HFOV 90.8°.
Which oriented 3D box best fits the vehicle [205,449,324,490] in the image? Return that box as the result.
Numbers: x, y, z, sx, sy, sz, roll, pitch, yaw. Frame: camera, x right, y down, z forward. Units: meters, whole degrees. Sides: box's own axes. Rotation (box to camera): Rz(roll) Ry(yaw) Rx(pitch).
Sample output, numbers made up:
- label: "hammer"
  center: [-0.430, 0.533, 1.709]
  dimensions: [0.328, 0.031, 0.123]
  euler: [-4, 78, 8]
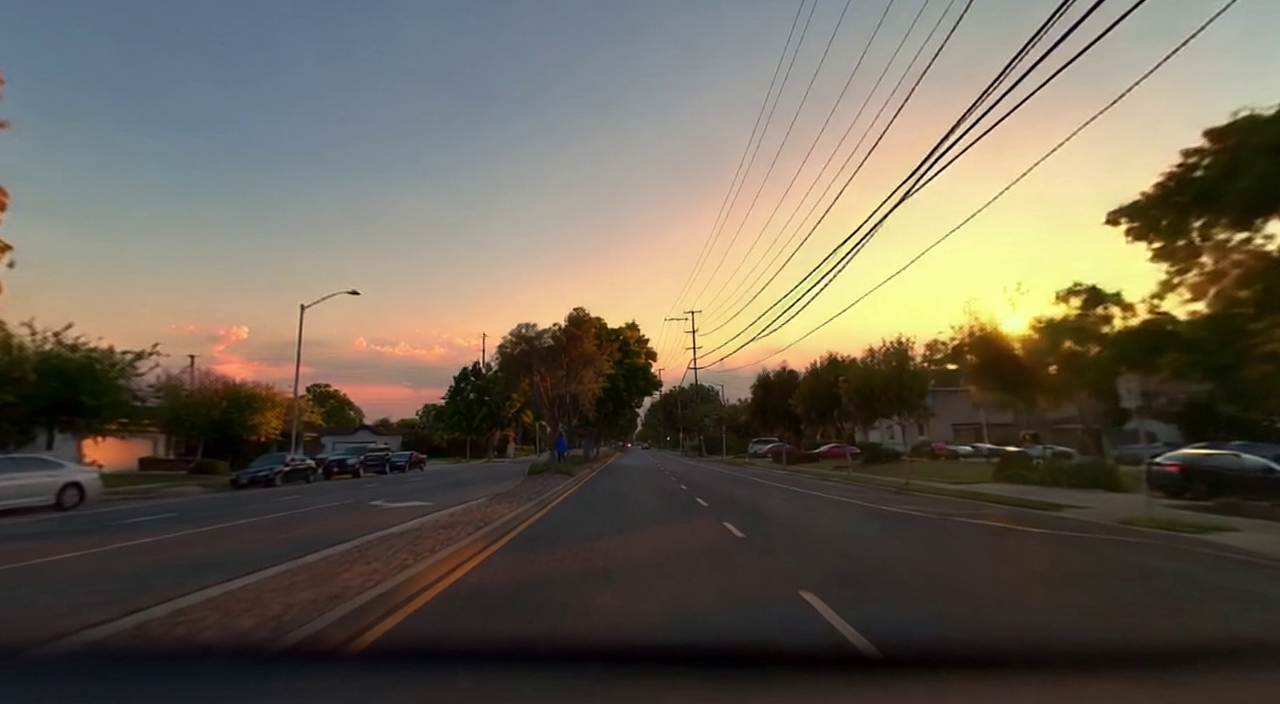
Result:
- label: "vehicle"
  center: [-15.280, 4.768, 26.052]
  dimensions: [2.058, 1.479, 4.519]
  euler: [0, -8, 1]

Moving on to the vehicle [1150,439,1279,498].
- label: "vehicle"
  center: [17.829, 3.300, 18.161]
  dimensions: [4.567, 1.535, 2.156]
  euler: [1, -8, -6]

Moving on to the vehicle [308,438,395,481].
- label: "vehicle"
  center: [-15.079, 5.644, 33.408]
  dimensions: [2.298, 1.979, 4.920]
  euler: [-3, -8, 0]

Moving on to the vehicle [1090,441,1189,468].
- label: "vehicle"
  center: [33.215, 6.812, 42.184]
  dimensions: [1.792, 1.586, 4.905]
  euler: [0, -9, -17]
